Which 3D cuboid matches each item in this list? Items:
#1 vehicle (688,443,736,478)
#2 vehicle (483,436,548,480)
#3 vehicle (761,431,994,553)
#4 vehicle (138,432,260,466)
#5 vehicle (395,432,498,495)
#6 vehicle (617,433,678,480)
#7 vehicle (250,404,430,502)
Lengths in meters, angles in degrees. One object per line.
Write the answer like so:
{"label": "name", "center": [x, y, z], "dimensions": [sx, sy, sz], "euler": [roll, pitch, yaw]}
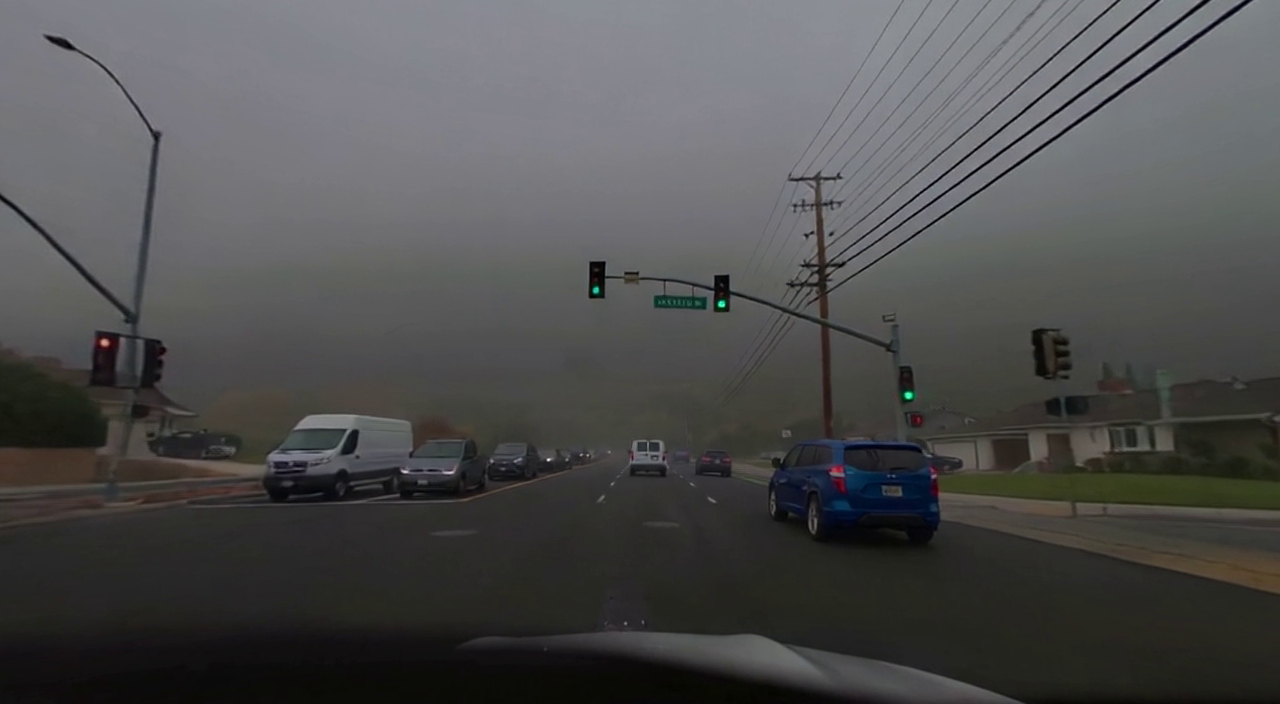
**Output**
{"label": "vehicle", "center": [3.682, 5.632, 33.005], "dimensions": [1.957, 1.646, 4.355], "euler": [0, -8, -1]}
{"label": "vehicle", "center": [-5.808, 5.023, 30.119], "dimensions": [1.993, 1.884, 5.481], "euler": [0, -8, 0]}
{"label": "vehicle", "center": [3.740, 2.279, 11.111], "dimensions": [2.155, 1.658, 4.721], "euler": [0, -8, -1]}
{"label": "vehicle", "center": [-27.402, 6.042, 39.354], "dimensions": [5.789, 2.068, 2.368], "euler": [0, -8, 0]}
{"label": "vehicle", "center": [-6.131, 3.582, 20.598], "dimensions": [1.983, 1.801, 4.391], "euler": [0, -8, 0]}
{"label": "vehicle", "center": [0.328, 4.918, 29.923], "dimensions": [2.636, 2.011, 5.130], "euler": [0, -8, 0]}
{"label": "vehicle", "center": [-9.391, 3.269, 20.693], "dimensions": [2.725, 2.710, 6.304], "euler": [0, -8, 0]}
